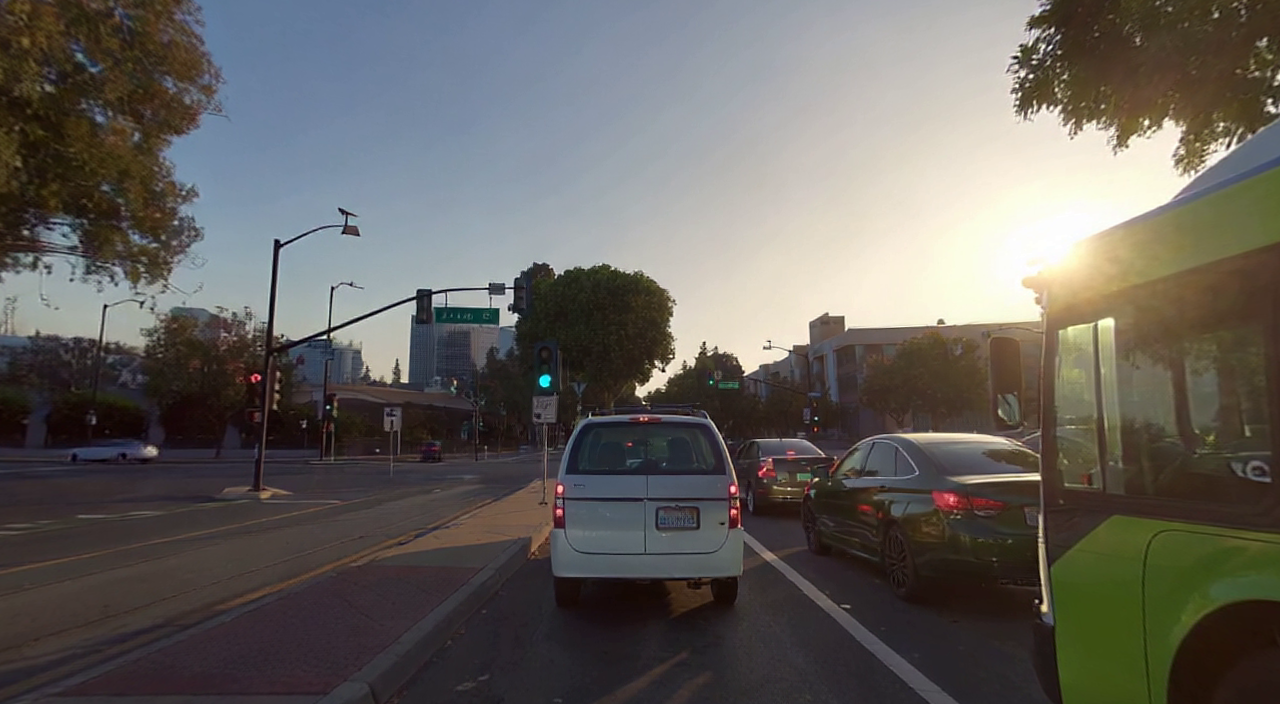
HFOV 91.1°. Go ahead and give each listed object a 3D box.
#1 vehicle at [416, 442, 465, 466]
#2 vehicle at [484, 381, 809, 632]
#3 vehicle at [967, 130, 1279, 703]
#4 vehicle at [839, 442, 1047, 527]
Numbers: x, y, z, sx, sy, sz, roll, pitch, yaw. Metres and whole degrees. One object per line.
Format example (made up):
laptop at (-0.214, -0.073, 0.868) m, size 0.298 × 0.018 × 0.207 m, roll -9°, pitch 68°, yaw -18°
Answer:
vehicle at (-15.498, 7.901, 48.700) m, size 1.924 × 1.720 × 4.097 m, roll 8°, pitch -12°, yaw -44°
vehicle at (0.023, 1.475, 7.006) m, size 2.381 × 1.842 × 4.603 m, roll 0°, pitch -8°, yaw -1°
vehicle at (2.622, 0.317, 0.423) m, size 2.037 × 2.065 × 5.037 m, roll 0°, pitch -8°, yaw 0°
vehicle at (5.993, 2.637, 13.221) m, size 1.987 × 1.457 × 4.675 m, roll 0°, pitch -8°, yaw -1°
